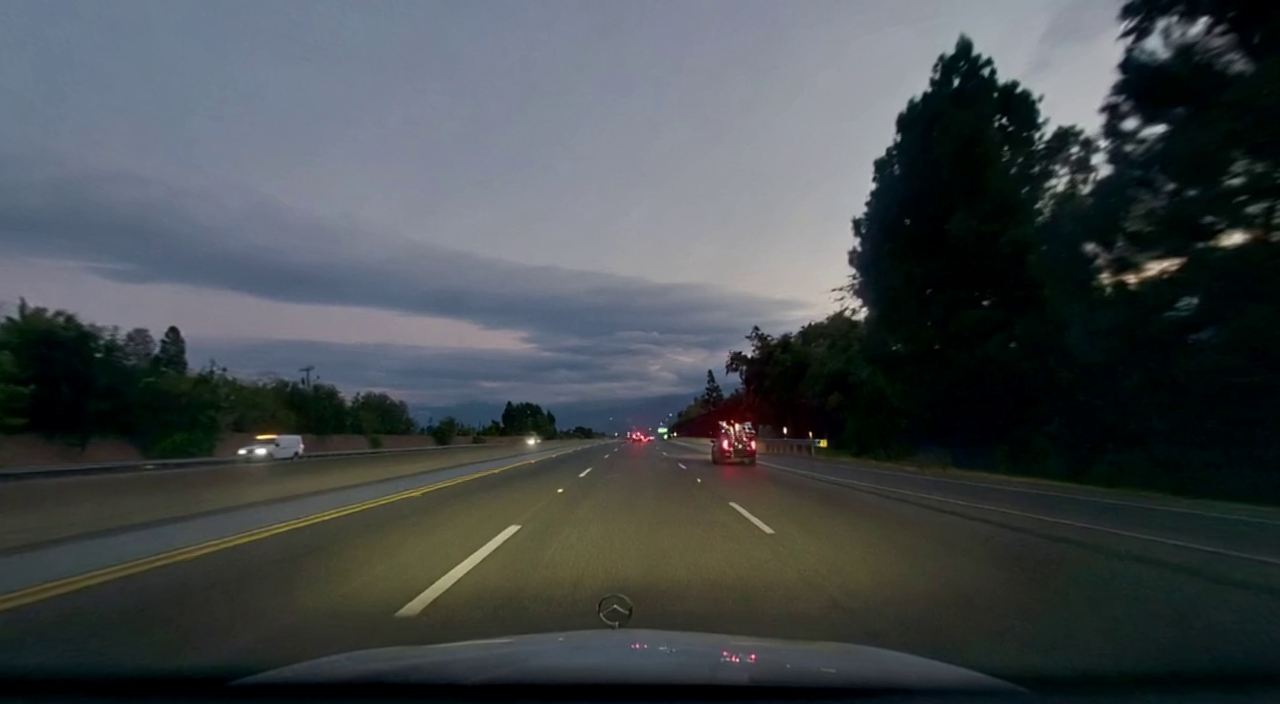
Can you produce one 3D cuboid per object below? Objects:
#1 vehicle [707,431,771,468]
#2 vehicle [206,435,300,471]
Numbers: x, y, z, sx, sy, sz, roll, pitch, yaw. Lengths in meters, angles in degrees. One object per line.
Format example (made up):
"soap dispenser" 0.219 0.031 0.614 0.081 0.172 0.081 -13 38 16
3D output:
"vehicle" 4.138 4.121 26.860 1.911 1.449 3.776 0 -8 -3
"vehicle" -26.798 6.972 44.034 2.307 2.308 6.197 -1 -8 4
